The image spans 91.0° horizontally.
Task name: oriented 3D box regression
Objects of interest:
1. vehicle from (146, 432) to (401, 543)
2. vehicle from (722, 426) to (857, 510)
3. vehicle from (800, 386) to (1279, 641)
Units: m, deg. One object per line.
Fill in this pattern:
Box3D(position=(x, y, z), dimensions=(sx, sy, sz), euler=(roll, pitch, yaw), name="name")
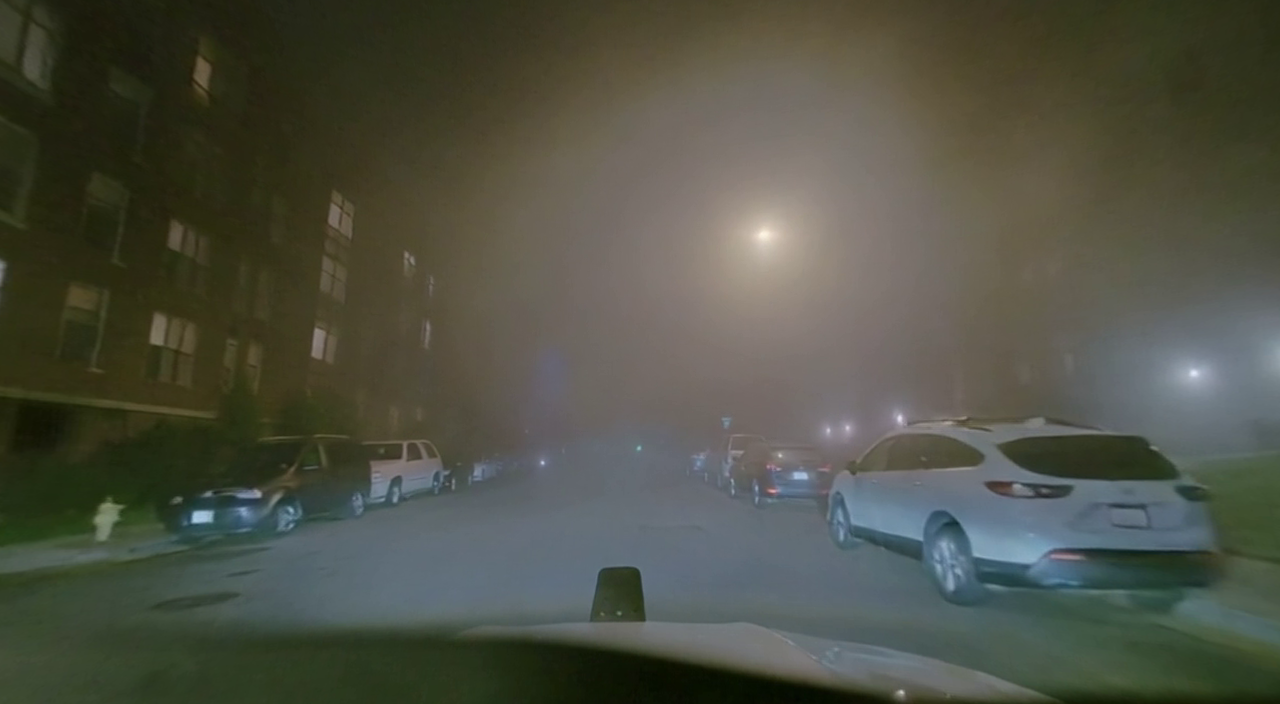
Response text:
Box3D(position=(-7.411, 2.838, 13.718), dimensions=(2.384, 1.781, 5.492), euler=(-3, -10, -2), name="vehicle")
Box3D(position=(3.706, 3.011, 16.854), dimensions=(2.214, 1.885, 5.268), euler=(0, -9, -1), name="vehicle")
Box3D(position=(3.902, 1.619, 7.642), dimensions=(2.280, 1.850, 5.961), euler=(0, -9, -1), name="vehicle")
